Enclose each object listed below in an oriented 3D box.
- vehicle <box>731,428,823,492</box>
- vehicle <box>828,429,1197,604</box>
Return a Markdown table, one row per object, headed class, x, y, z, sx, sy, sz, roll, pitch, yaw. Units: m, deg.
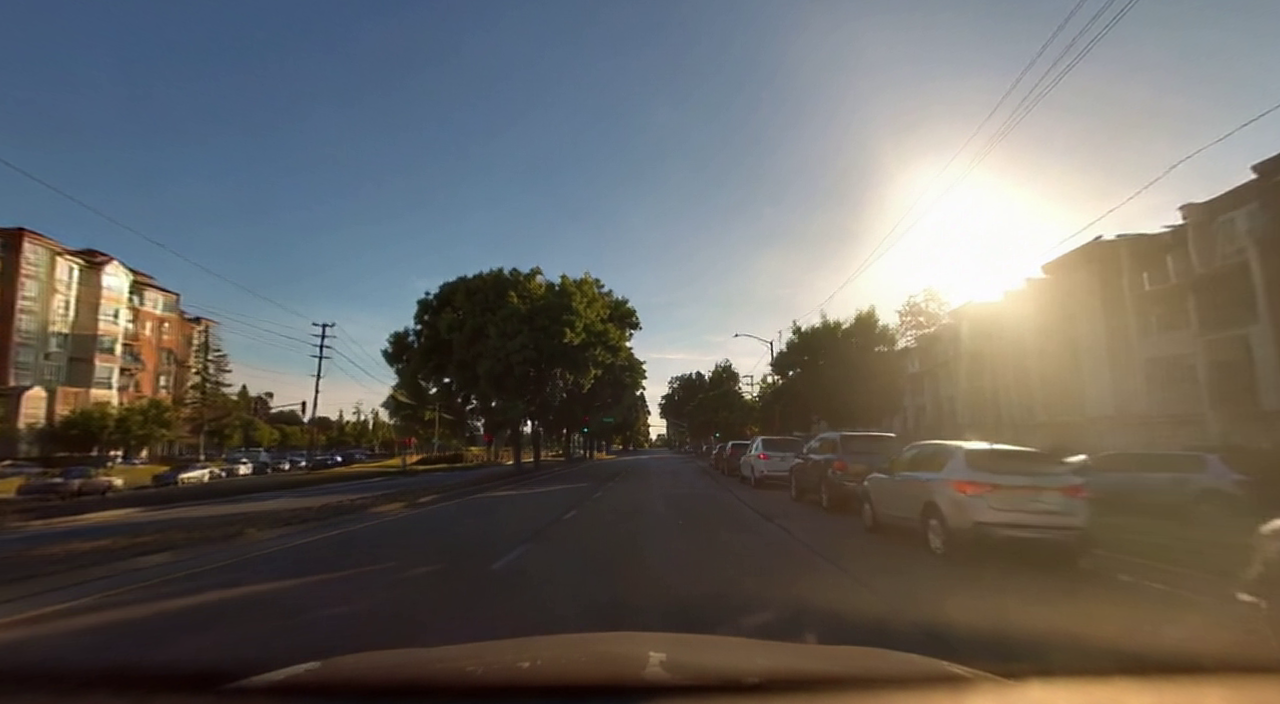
| class | x | y | z | sx | sy | sz | roll | pitch | yaw |
| --- | --- | --- | --- | --- | --- | --- | --- | --- | --- |
| vehicle | 4.566 | 3.687 | 21.915 | 2.056 | 1.941 | 4.955 | 0 | -8 | 0 |
| vehicle | 4.008 | 1.806 | 8.065 | 1.925 | 1.505 | 4.895 | 0 | -8 | 3 |
